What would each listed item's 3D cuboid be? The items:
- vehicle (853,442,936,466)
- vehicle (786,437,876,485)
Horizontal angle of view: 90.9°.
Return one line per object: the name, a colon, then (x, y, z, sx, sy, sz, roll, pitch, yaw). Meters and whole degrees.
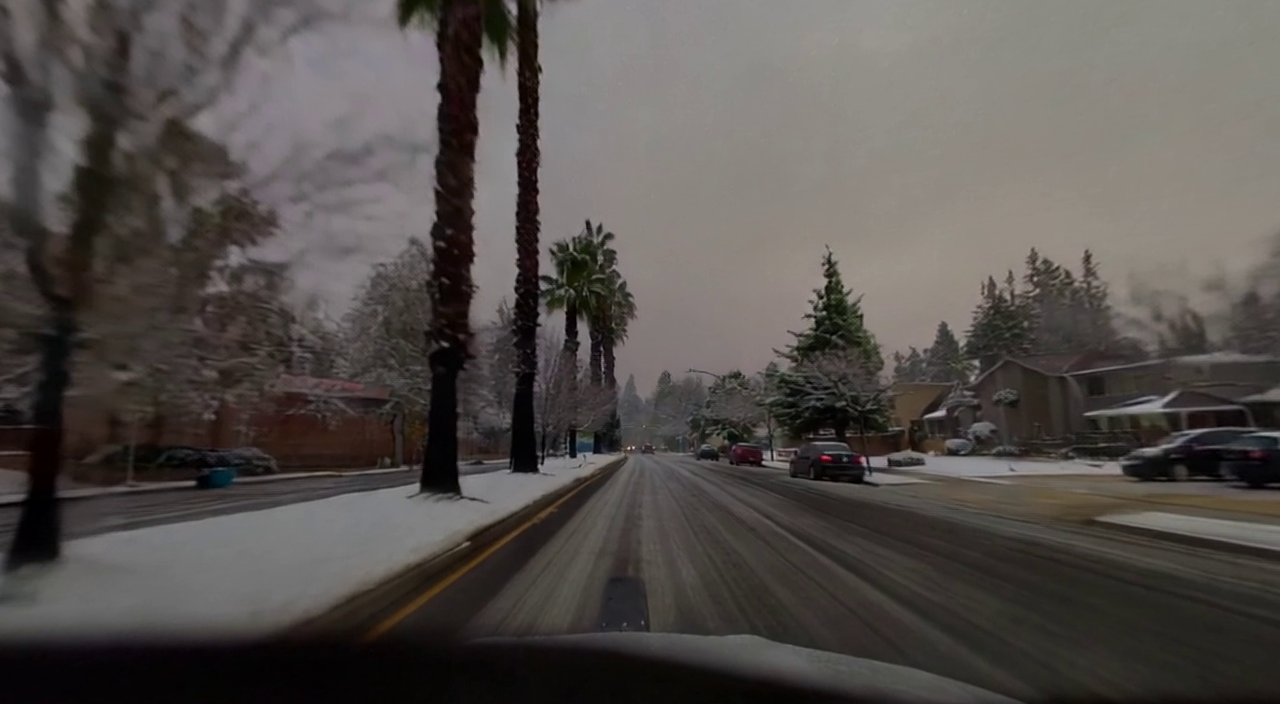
vehicle: (16.502, 6.623, 41.048, 4.595, 1.490, 1.860, 0, -8, 0)
vehicle: (7.083, 4.082, 23.916, 2.126, 1.639, 4.539, 0, -9, 2)
